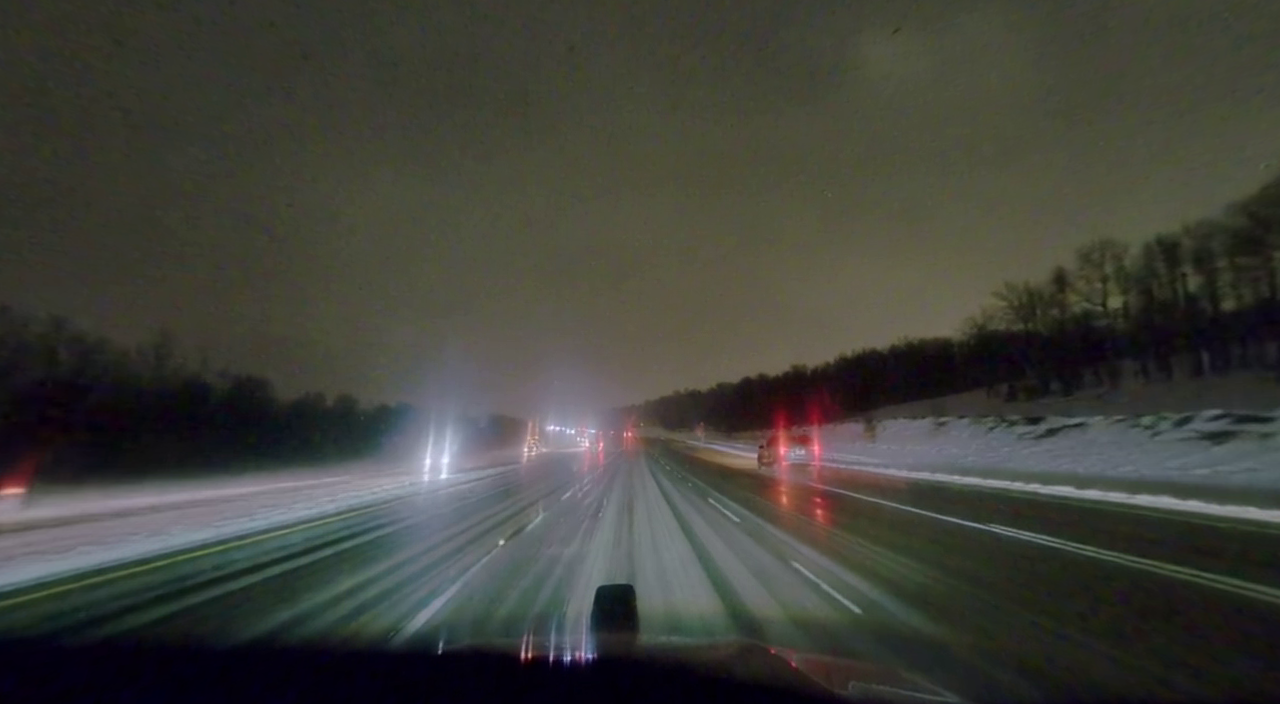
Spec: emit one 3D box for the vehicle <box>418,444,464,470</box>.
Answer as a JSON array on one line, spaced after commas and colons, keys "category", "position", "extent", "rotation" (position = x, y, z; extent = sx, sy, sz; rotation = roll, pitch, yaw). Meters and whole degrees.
[{"category": "vehicle", "position": [-13.194, 6.952, 41.900], "extent": [1.767, 1.552, 4.009], "rotation": [-1, -8, 0]}]
